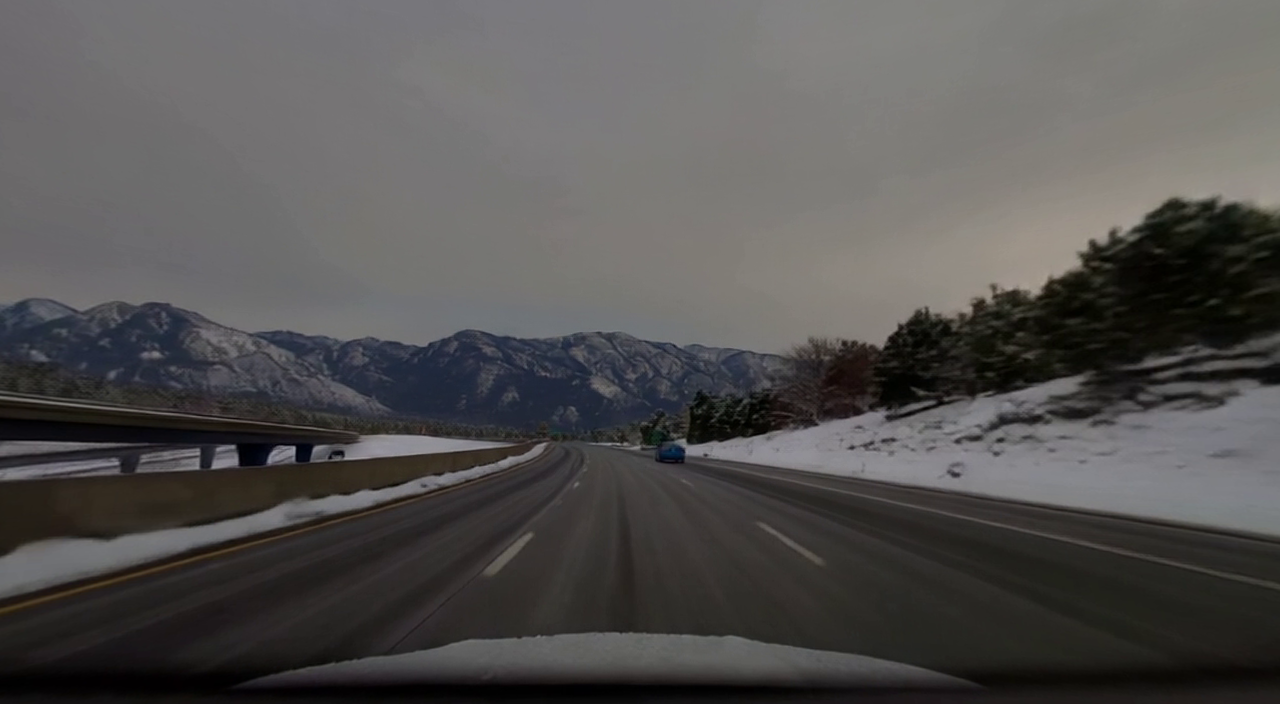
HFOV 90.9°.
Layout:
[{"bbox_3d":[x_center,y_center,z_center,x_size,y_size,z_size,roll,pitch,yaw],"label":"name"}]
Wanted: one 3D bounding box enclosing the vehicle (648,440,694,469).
[{"bbox_3d":[1.641,5.670,34.953,1.985,1.440,4.466,0,-9,-4],"label":"vehicle"}]
